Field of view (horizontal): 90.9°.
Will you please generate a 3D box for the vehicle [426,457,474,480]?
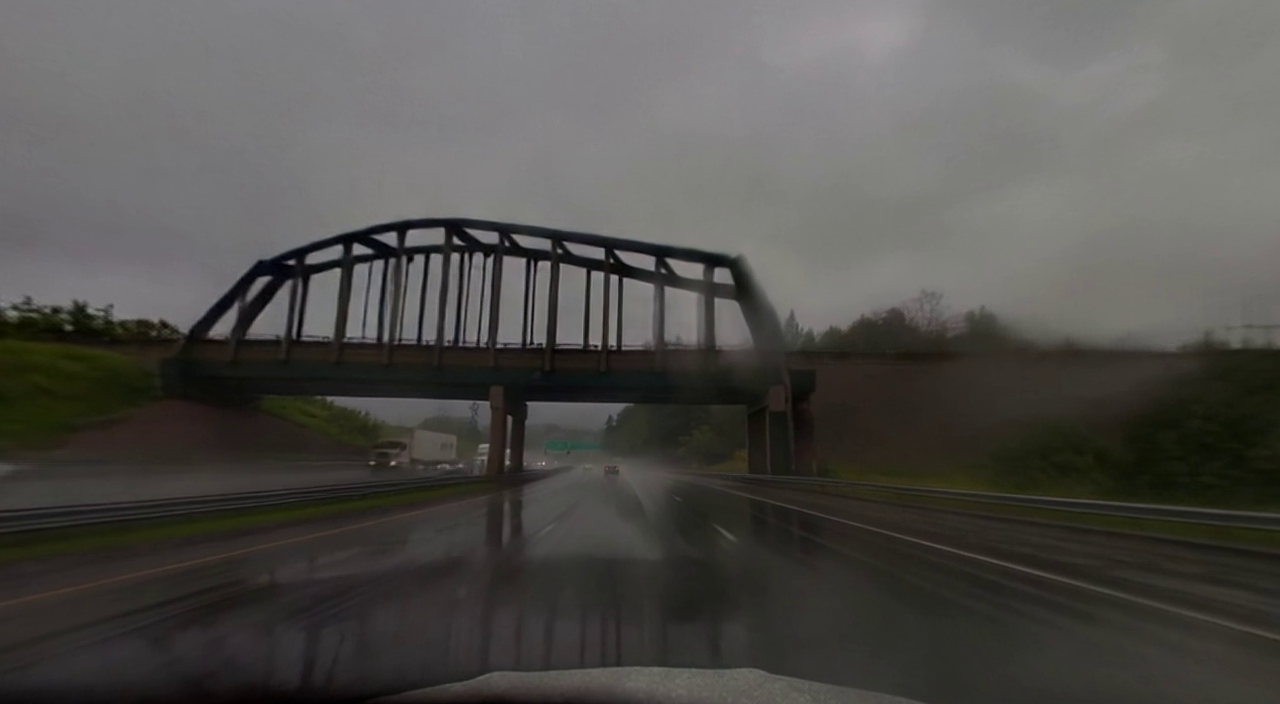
[{"bbox_3d":[-13.401,8.239,44.685,1.965,1.509,4.731,1,-10,-1],"label":"vehicle"}]
